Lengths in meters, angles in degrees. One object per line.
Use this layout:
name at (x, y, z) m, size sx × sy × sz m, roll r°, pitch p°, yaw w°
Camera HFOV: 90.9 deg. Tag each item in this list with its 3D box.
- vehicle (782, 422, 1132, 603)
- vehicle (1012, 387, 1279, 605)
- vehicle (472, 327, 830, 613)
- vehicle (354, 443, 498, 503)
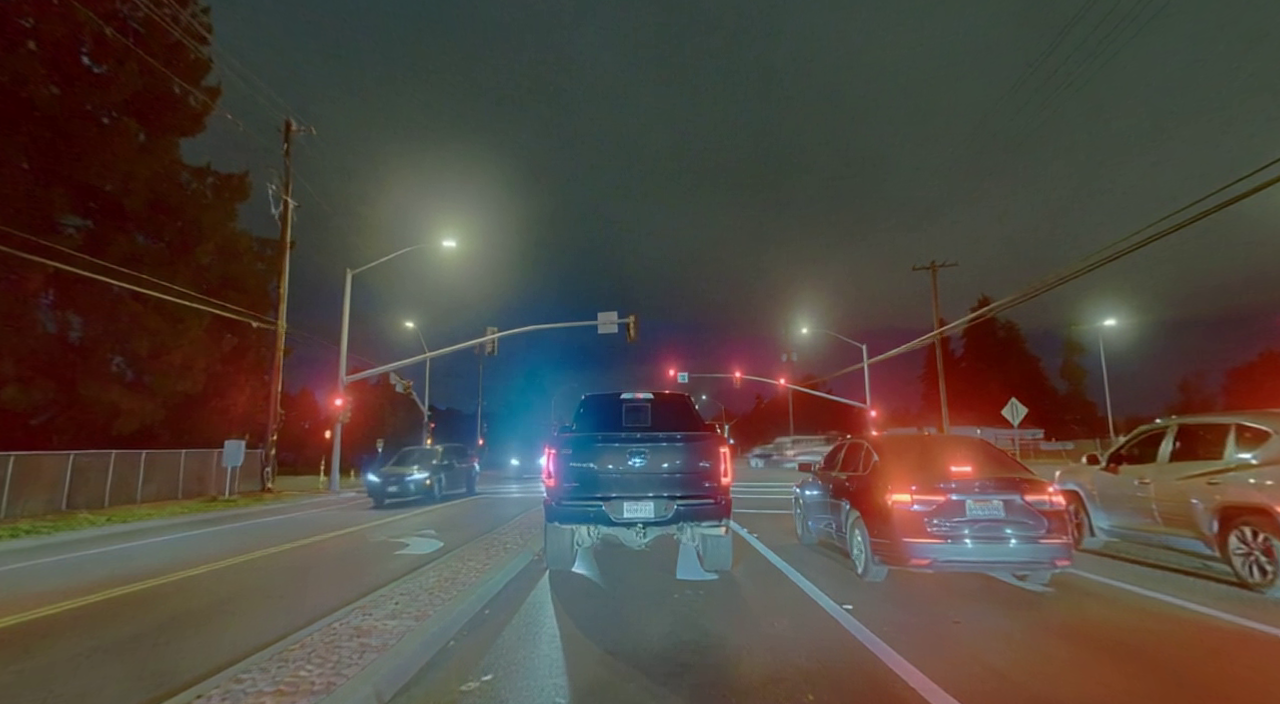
vehicle at (3.112, 1.644, 7.361) m, size 1.993 × 1.495 × 4.060 m, roll 0°, pitch -8°, yaw 1°
vehicle at (6.149, 1.368, 6.475) m, size 1.982 × 1.727 × 4.352 m, roll 0°, pitch -8°, yaw 1°
vehicle at (0.130, 1.373, 8.184) m, size 2.831 × 2.284 × 6.149 m, roll 0°, pitch -8°, yaw 1°
vehicle at (-6.815, 3.875, 20.765) m, size 2.369 × 1.690 × 4.529 m, roll -2°, pitch -9°, yaw 14°
